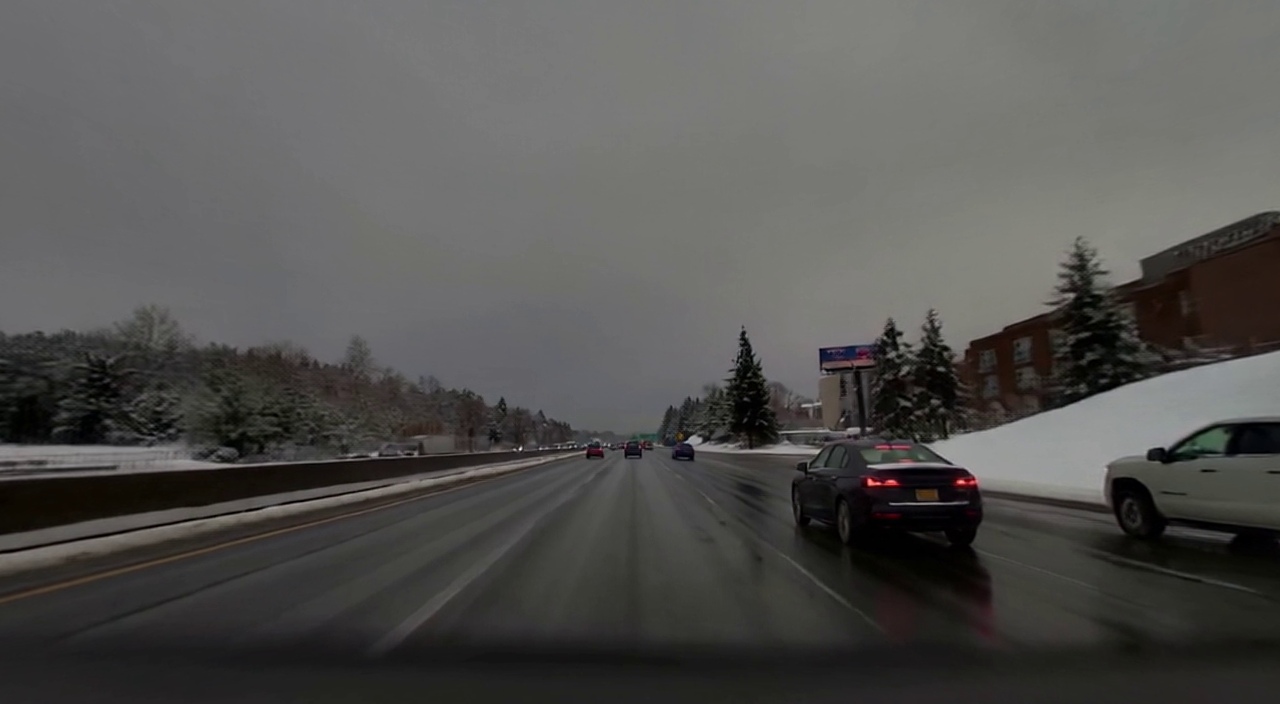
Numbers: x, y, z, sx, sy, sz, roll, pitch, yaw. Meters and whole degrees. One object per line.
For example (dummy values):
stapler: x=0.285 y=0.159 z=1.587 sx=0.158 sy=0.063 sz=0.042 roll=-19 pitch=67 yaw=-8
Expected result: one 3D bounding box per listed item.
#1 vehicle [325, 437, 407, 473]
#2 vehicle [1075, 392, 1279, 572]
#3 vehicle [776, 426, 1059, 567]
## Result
vehicle: x=-15.148 y=5.731 z=35.299 sx=2.290 sy=1.858 sz=4.978 roll=0 pitch=-9 yaw=1
vehicle: x=7.557 y=1.380 z=6.823 sx=2.176 sy=1.793 sz=4.841 roll=0 pitch=-9 yaw=-1
vehicle: x=3.511 y=1.914 z=9.181 sx=1.987 sy=1.509 sz=4.512 roll=0 pitch=-9 yaw=-1
